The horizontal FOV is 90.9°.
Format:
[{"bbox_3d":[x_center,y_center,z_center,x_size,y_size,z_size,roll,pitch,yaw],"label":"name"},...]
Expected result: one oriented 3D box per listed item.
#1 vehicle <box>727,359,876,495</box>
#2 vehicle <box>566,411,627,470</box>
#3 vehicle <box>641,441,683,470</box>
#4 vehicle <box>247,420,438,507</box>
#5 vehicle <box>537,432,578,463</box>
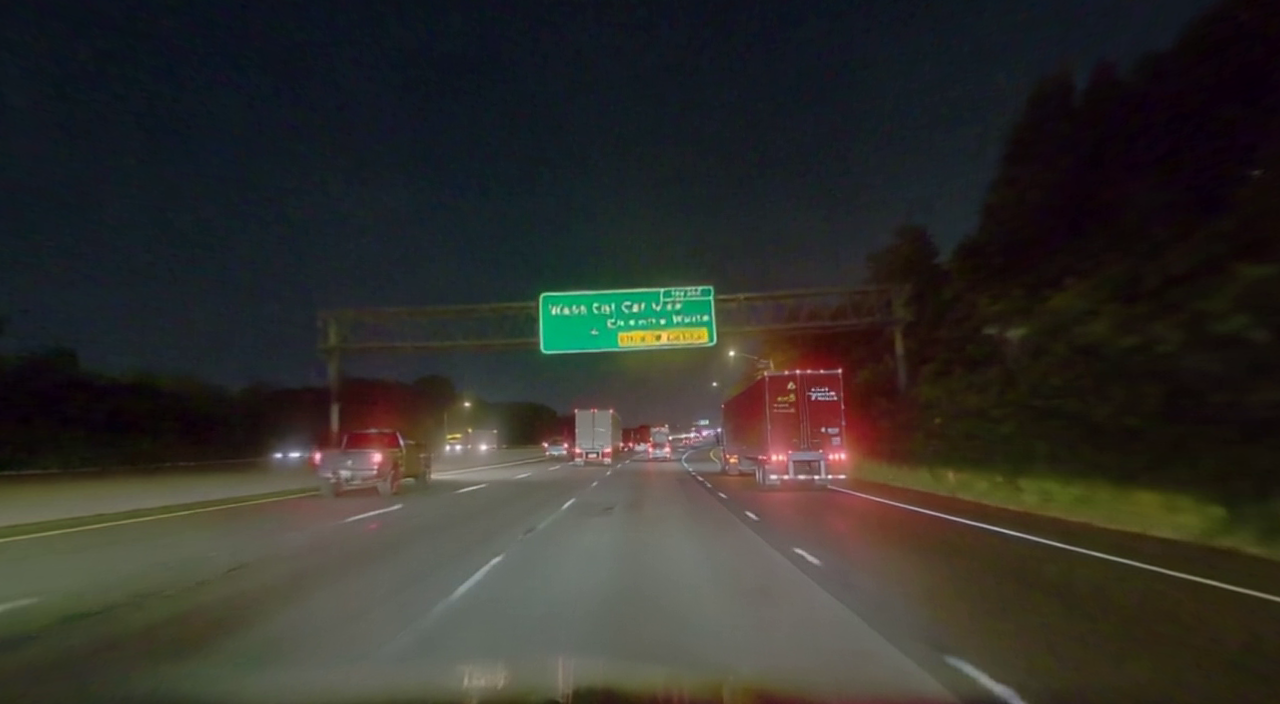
[{"bbox_3d":[4.652,2.467,20.044,2.895,3.484,7.631,0,-8,2],"label":"vehicle"},{"bbox_3d":[-2.428,5.329,37.864,2.745,3.156,7.608,0,-8,3],"label":"vehicle"},{"bbox_3d":[1.196,5.624,34.464,2.105,1.502,4.068,0,-9,2],"label":"vehicle"},{"bbox_3d":[-7.225,2.792,16.178,2.272,1.850,5.156,0,-8,1],"label":"vehicle"},{"bbox_3d":[-6.337,7.430,49.105,2.322,2.195,5.556,0,-9,2],"label":"vehicle"}]
